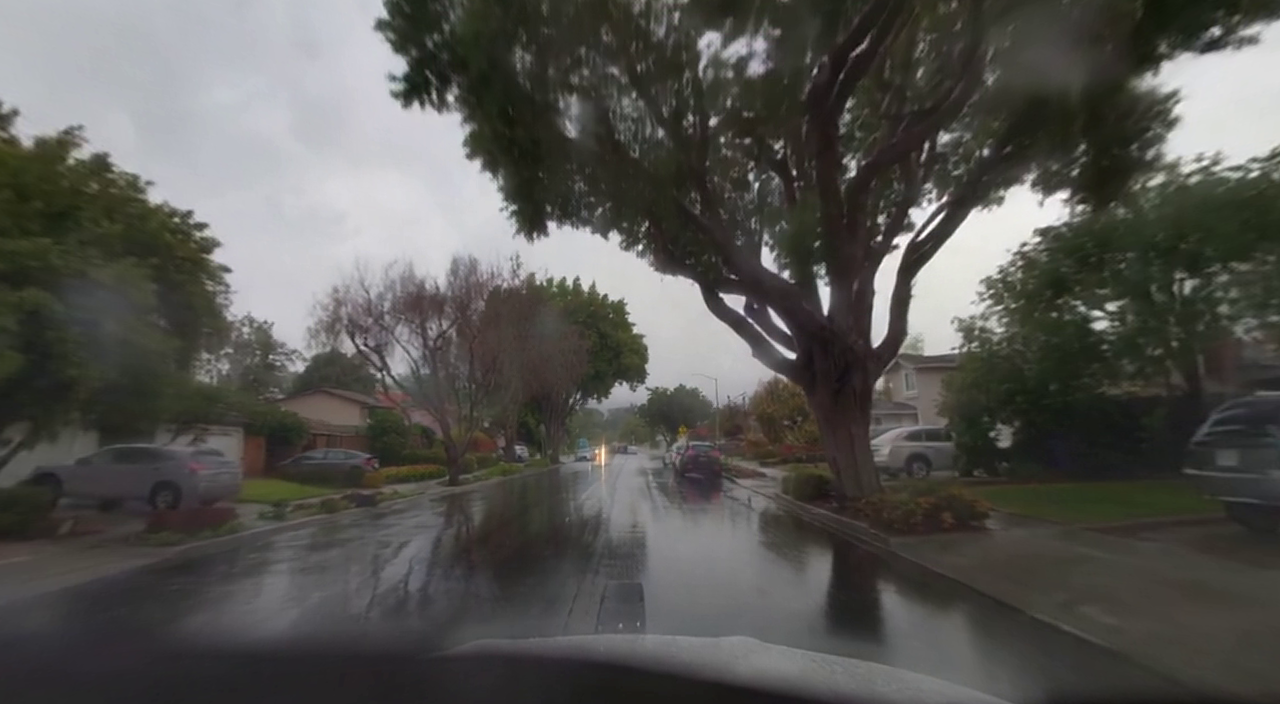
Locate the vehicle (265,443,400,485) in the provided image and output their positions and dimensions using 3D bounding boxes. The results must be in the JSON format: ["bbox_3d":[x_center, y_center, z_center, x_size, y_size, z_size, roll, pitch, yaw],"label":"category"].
[{"bbox_3d":[-11.570,4.223,24.031,4.118,1.492,1.902,1,-9,-3],"label":"vehicle"}]

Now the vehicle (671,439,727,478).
[{"bbox_3d":[2.364,4.411,26.491,2.022,1.483,4.565,0,-9,1],"label":"vehicle"}]

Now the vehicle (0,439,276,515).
[{"bbox_3d":[-11.657,2.882,14.856,4.972,1.623,1.884,0,-9,1],"label":"vehicle"}]

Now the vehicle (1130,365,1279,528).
[{"bbox_3d":[8.837,1.106,7.400,4.599,1.652,1.903,0,-8,-2],"label":"vehicle"}]

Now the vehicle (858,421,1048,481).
[{"bbox_3d":[8.802,2.827,18.093,4.331,1.570,2.009,0,-8,-1],"label":"vehicle"}]
